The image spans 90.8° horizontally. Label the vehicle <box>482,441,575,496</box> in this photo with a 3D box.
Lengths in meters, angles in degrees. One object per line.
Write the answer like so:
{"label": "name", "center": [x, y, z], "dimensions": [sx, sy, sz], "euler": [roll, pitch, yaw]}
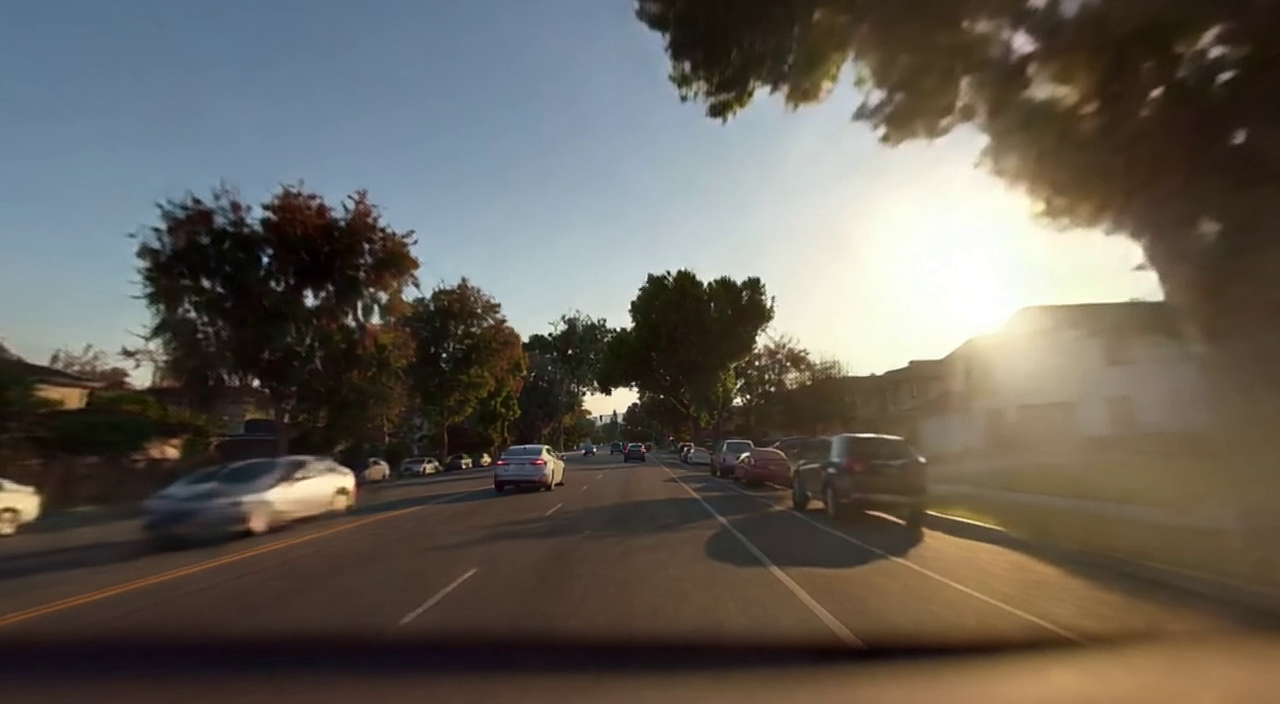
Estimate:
{"label": "vehicle", "center": [-3.280, 3.529, 19.559], "dimensions": [2.027, 1.477, 4.413], "euler": [0, -9, 1]}

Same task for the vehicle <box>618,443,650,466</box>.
{"label": "vehicle", "center": [-0.407, 6.985, 43.276], "dimensions": [2.088, 1.495, 4.048], "euler": [0, -9, -1]}

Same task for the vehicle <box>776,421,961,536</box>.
{"label": "vehicle", "center": [4.092, 2.338, 12.249], "dimensions": [1.943, 1.788, 4.462], "euler": [0, -9, 1]}

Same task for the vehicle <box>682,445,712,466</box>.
{"label": "vehicle", "center": [4.188, 7.723, 47.175], "dimensions": [1.890, 1.459, 4.371], "euler": [0, -9, 0]}

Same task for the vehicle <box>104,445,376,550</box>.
{"label": "vehicle", "center": [-6.661, 2.421, 11.305], "dimensions": [1.944, 1.466, 4.487], "euler": [0, -9, -1]}

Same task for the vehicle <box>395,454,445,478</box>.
{"label": "vehicle", "center": [-14.633, 7.590, 42.272], "dimensions": [1.847, 1.494, 4.189], "euler": [0, -9, -1]}

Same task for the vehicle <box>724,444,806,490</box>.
{"label": "vehicle", "center": [4.335, 4.082, 22.747], "dimensions": [1.933, 1.463, 4.735], "euler": [0, -9, -1]}
